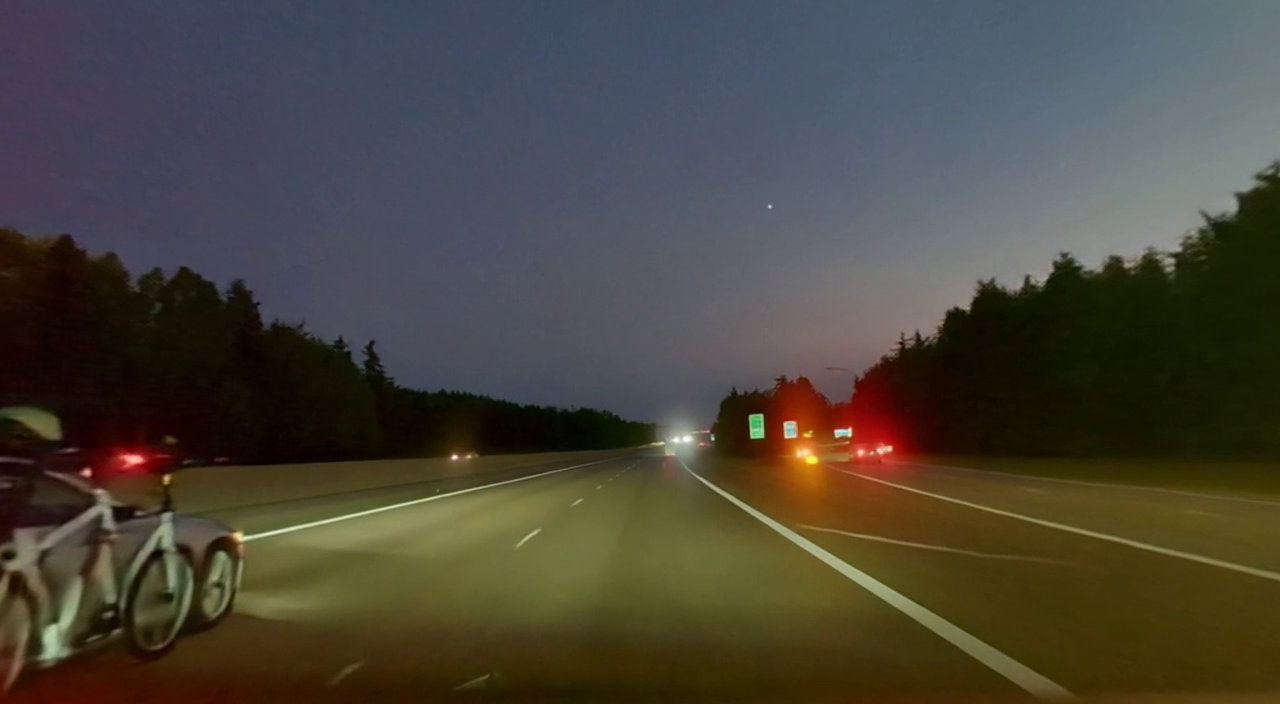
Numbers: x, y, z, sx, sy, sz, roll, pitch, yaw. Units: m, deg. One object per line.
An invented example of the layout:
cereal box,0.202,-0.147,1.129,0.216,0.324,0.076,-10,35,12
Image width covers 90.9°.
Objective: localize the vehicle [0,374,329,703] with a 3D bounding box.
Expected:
vehicle,-3.387,0.890,2.461,2.108,1.557,4.344,0,-9,0
